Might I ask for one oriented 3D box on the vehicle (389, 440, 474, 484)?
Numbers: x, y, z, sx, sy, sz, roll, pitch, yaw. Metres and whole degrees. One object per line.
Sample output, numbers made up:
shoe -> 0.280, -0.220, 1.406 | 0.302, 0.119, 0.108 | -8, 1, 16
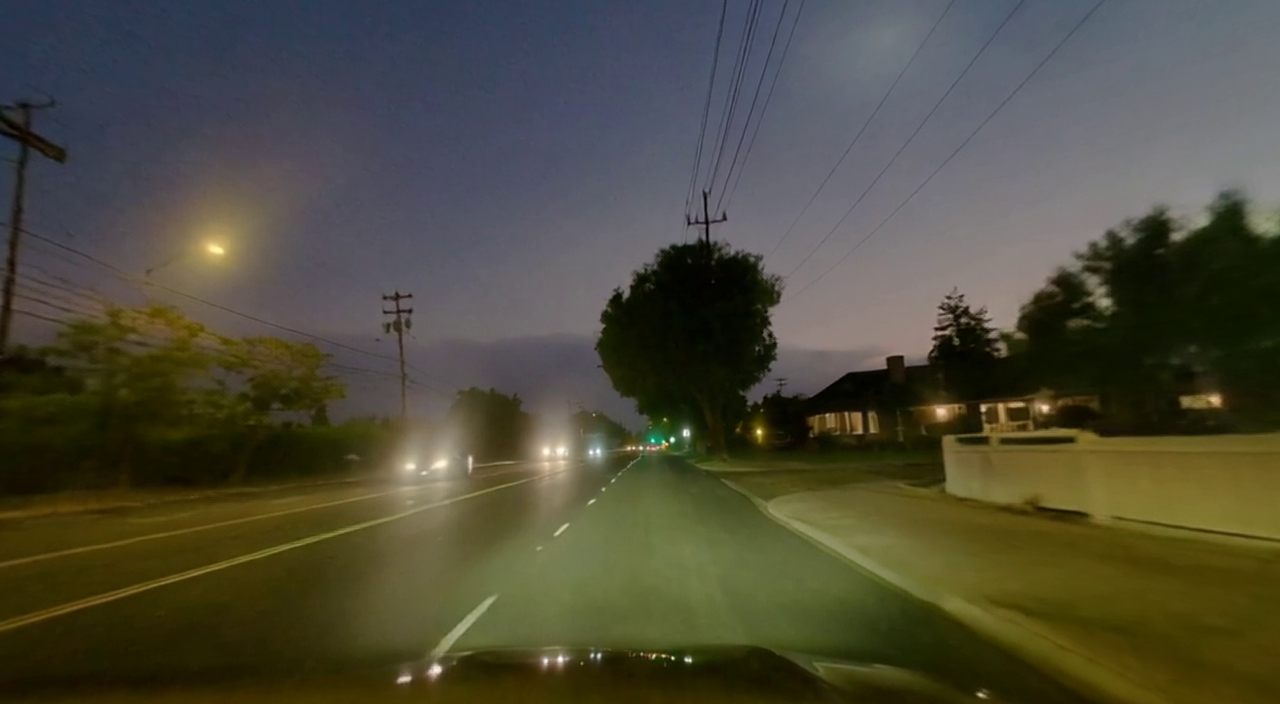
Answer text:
vehicle -> -8.928, 4.749, 27.462 | 2.003, 1.719, 4.489 | 0, -9, 2

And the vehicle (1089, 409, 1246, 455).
vehicle -> 21.775, 3.368, 26.207 | 4.389, 1.751, 2.158 | -1, -11, 6

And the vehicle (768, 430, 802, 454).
vehicle -> 11.425, 7.187, 49.955 | 1.737, 1.633, 3.268 | 3, -11, -4
